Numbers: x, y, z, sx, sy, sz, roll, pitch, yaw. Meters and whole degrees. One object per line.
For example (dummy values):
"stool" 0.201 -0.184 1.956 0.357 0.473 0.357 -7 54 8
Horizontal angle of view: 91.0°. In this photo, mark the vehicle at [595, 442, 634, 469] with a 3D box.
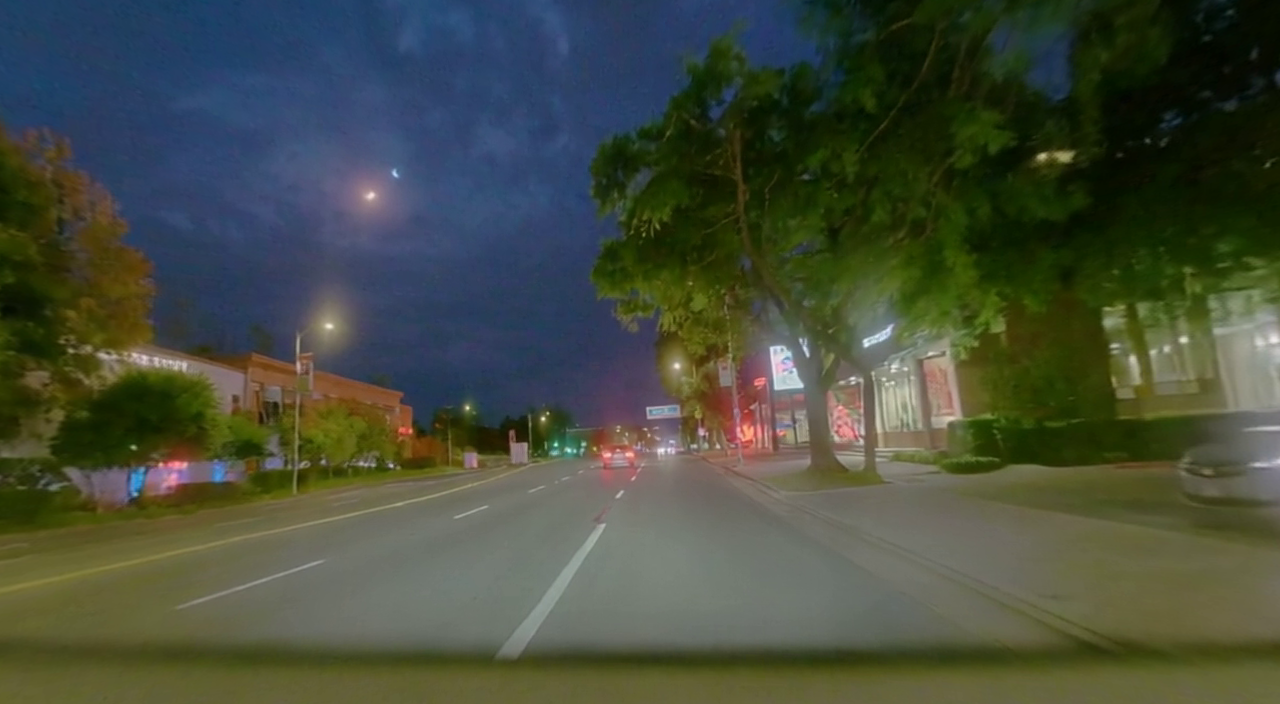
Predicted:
"vehicle" -1.656 6.939 42.461 2.235 1.719 4.292 -1 -8 2

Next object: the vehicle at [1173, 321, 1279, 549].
"vehicle" 7.875 0.639 4.907 5.276 1.850 2.173 -1 -9 3
